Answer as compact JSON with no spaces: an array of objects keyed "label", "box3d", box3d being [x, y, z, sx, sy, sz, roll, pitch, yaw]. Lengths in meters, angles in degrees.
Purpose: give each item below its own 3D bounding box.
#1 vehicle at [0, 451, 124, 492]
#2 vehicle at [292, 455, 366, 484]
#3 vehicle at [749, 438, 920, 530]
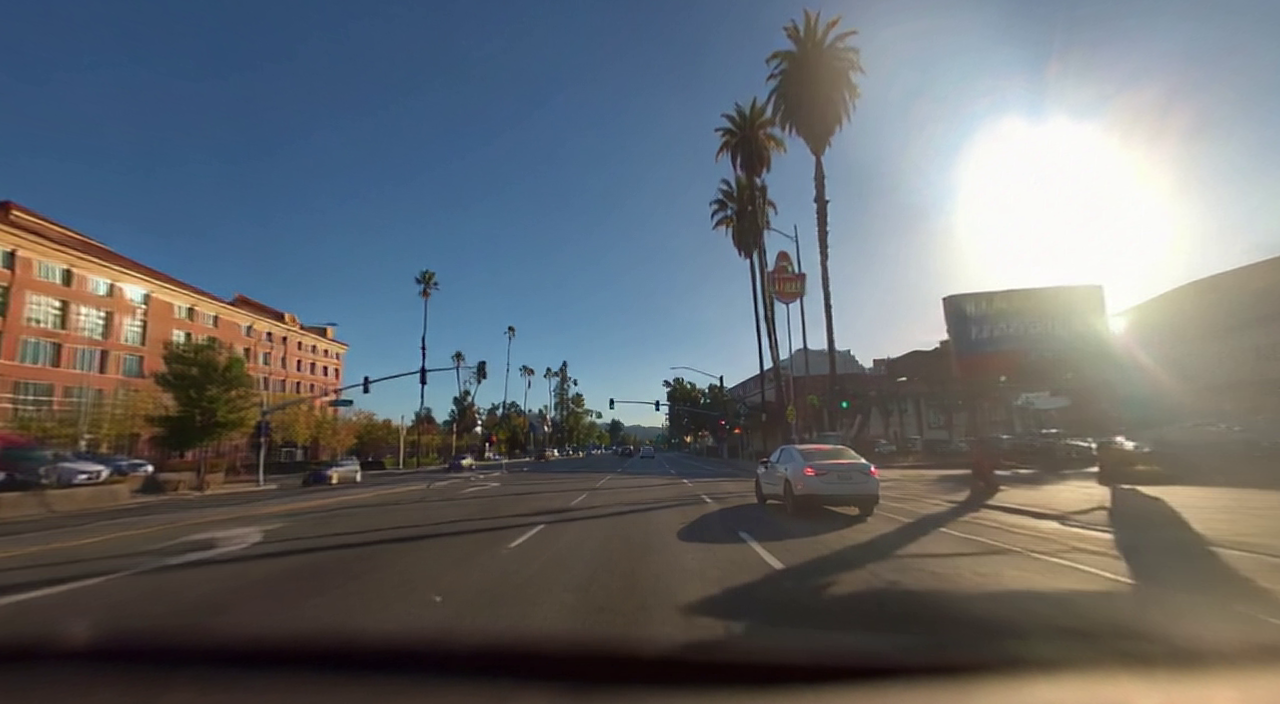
[{"label":"vehicle","box3d":[-29.930,5.921,31.524,6.041,1.907,2.490,0,-8,2]},{"label":"vehicle","box3d":[-17.505,6.627,35.771,1.961,1.500,4.291,0,-9,1]},{"label":"vehicle","box3d":[3.591,2.520,12.738,1.870,1.467,4.800,0,-9,-1]}]
